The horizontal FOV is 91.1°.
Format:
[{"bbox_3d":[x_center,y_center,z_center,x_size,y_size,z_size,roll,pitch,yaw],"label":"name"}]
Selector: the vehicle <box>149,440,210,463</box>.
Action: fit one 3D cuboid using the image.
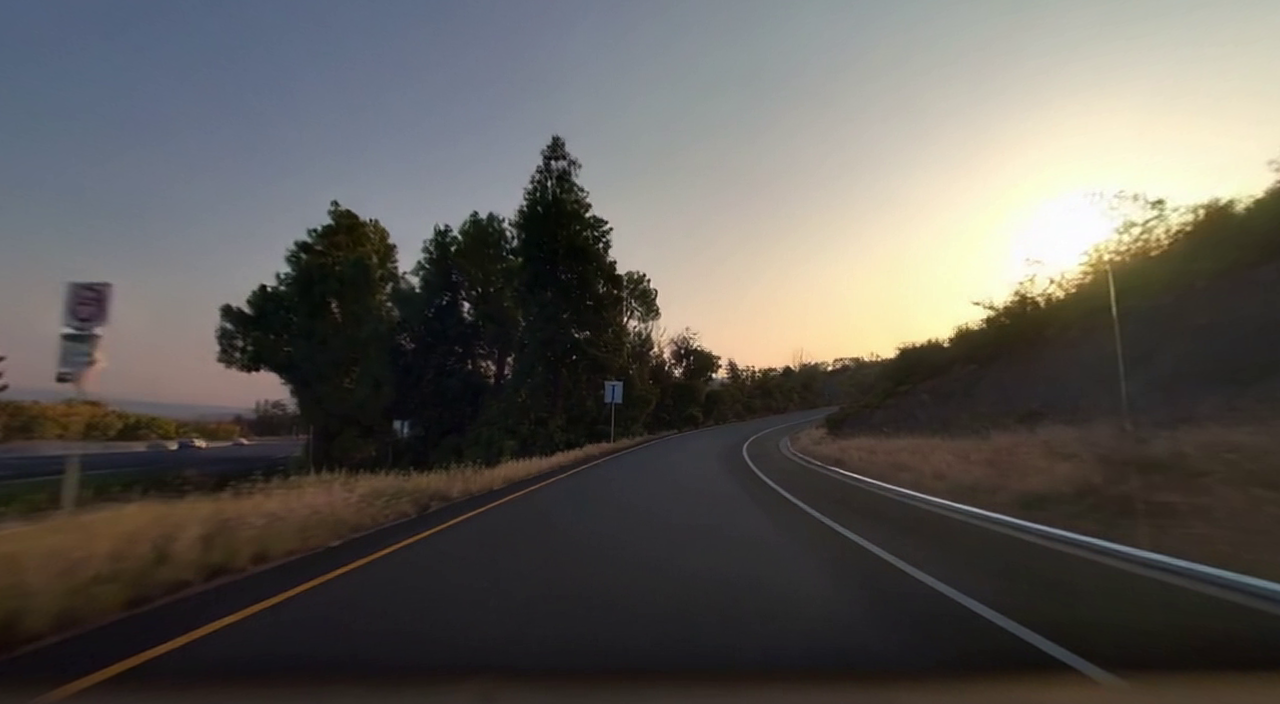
[{"bbox_3d":[-31.938,6.889,43.748,1.895,1.451,4.168,2,-8,-13],"label":"vehicle"}]
